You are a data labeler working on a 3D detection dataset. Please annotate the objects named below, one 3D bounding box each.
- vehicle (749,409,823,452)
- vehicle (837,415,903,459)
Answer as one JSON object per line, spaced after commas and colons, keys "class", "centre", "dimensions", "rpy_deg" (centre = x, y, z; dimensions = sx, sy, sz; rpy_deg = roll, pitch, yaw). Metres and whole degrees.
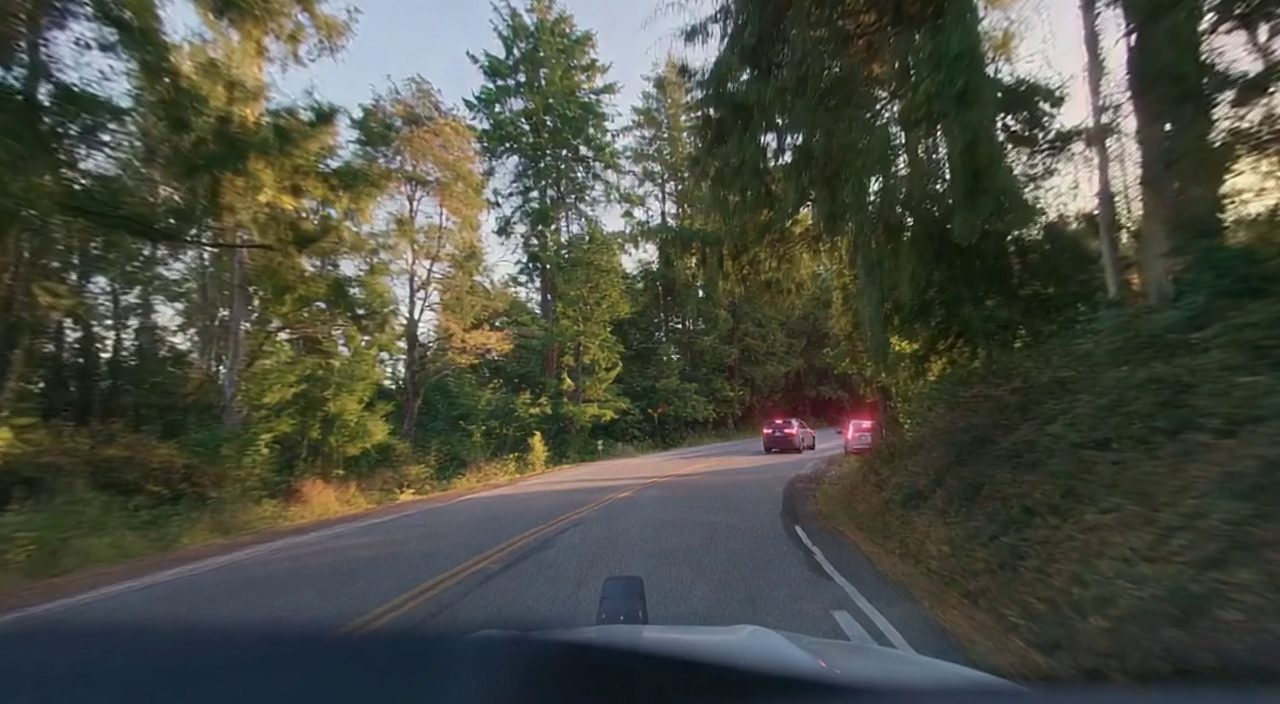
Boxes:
{"class": "vehicle", "centre": [7.569, 3.976, 32.223], "dimensions": [2.469, 1.953, 5.605], "rpy_deg": [-4, -7, 25]}
{"class": "vehicle", "centre": [10.314, 3.805, 28.131], "dimensions": [2.172, 1.773, 4.601], "rpy_deg": [-5, -9, 26]}
